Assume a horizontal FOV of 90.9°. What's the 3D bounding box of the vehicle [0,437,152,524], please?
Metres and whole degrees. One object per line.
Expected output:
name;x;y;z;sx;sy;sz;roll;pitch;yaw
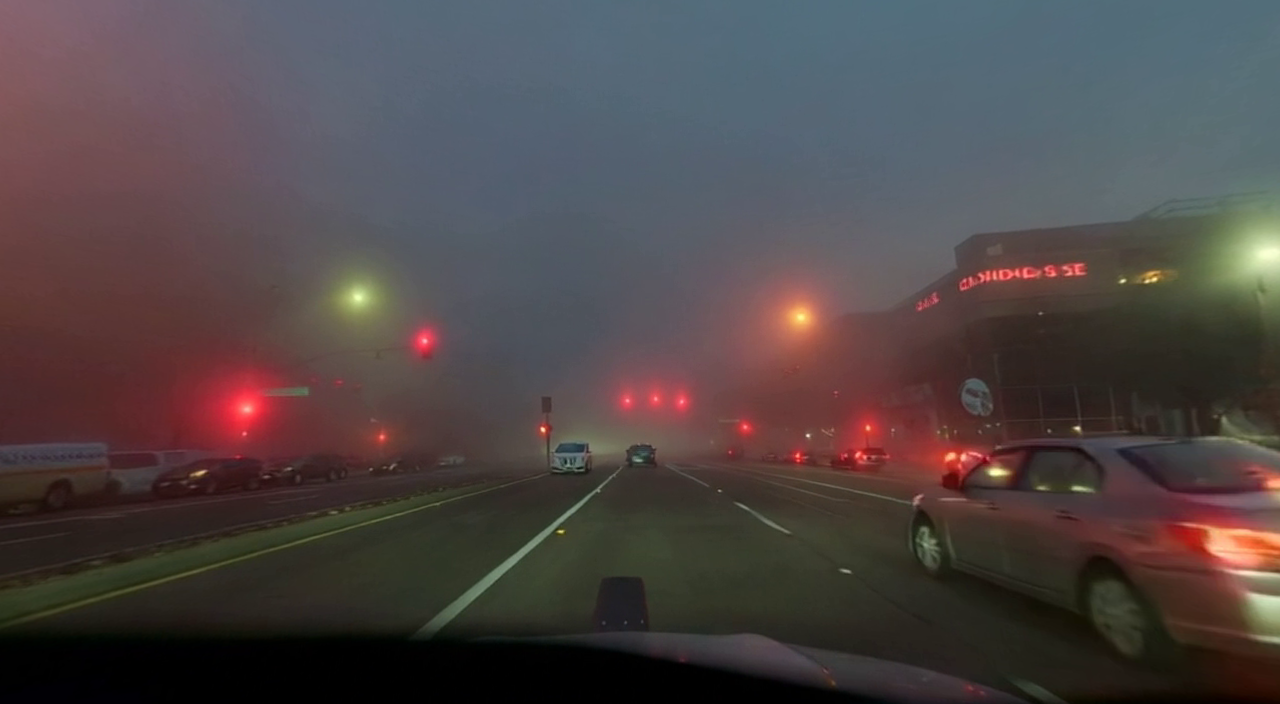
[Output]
vehicle;-15.336;3.054;15.275;2.337;1.895;5.872;0;-8;-1

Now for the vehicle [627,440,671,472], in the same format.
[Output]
vehicle;0.421;5.192;31.649;2.059;1.477;3.988;0;-8;0

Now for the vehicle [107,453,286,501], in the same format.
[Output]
vehicle;-14.842;4.191;21.294;4.481;1.455;2.068;-1;-8;2

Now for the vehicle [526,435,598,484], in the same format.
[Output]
vehicle;-2.861;4.077;24.231;2.057;1.678;4.639;0;-8;1

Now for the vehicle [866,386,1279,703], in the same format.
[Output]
vehicle;3.746;1.243;4.951;2.109;1.510;4.927;0;-8;0
